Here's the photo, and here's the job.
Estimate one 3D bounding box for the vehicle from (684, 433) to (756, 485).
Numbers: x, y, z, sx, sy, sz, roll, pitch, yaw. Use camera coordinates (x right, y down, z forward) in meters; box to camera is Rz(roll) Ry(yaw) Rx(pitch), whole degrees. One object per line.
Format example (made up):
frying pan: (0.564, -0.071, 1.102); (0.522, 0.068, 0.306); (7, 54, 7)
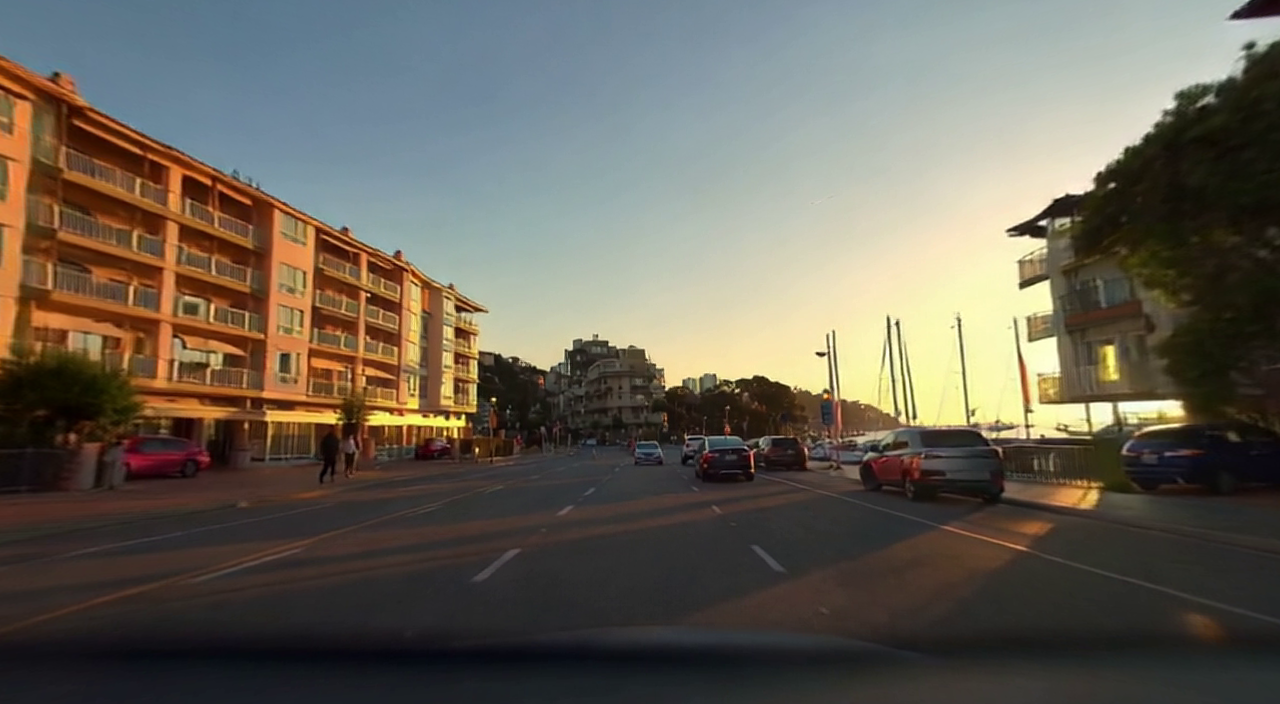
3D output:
vehicle: (2.749, 3.770, 22.471); (2.047, 1.640, 4.051); (0, -9, 0)

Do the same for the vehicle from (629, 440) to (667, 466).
vehicle: (0.493, 6.422, 40.204); (2.284, 1.496, 3.949); (0, -9, 1)

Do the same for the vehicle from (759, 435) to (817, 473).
vehicle: (7.908, 5.506, 34.196); (1.969, 1.852, 4.514); (0, -9, -1)

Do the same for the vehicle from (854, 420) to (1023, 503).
vehicle: (7.867, 2.947, 17.331); (2.056, 1.896, 5.062); (0, -9, -1)

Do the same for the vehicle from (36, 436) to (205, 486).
vehicle: (-18.055, 3.797, 22.274); (1.840, 1.522, 4.695); (-1, -9, 2)

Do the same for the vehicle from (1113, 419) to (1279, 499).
vehicle: (14.551, 2.554, 15.386); (4.406, 1.783, 2.020); (0, -8, -3)
